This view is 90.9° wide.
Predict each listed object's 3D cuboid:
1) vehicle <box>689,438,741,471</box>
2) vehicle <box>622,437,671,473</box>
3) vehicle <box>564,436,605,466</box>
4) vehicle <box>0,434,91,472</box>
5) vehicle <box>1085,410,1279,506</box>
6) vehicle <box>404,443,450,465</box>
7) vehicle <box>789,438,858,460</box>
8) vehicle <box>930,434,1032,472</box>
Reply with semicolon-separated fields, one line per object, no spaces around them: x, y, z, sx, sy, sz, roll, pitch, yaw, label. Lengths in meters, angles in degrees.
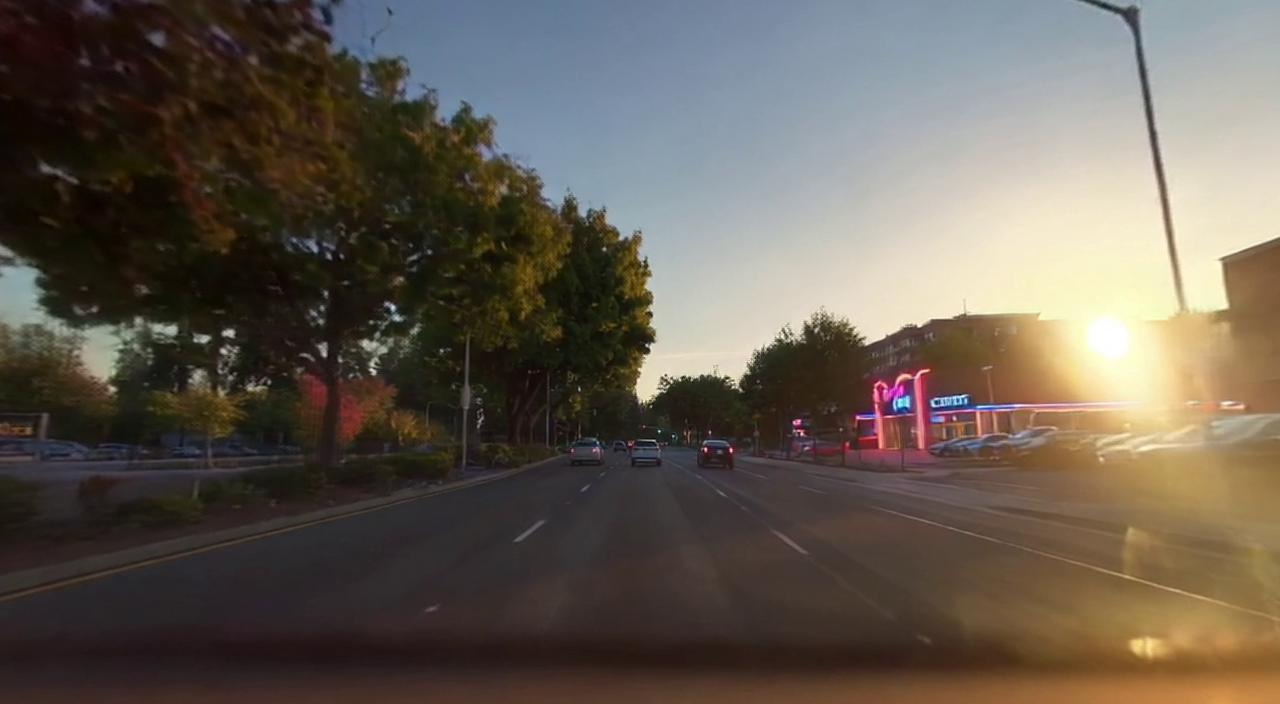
3.608;5.047;31.270;2.012;1.462;4.400;0;-8;0;vehicle
0.270;4.601;28.408;2.059;1.477;4.216;0;-8;0;vehicle
-3.182;5.807;37.082;1.995;1.607;4.086;0;-8;1;vehicle
-35.500;5.706;35.986;2.578;1.973;6.455;1;-8;-1;vehicle
13.094;2.234;13.631;5.144;1.834;2.188;-2;-9;2;vehicle
-15.520;7.440;46.092;1.796;1.466;4.362;0;-8;1;vehicle
13.246;7.032;45.718;4.622;1.469;1.934;-2;-9;10;vehicle
15.096;4.486;28.239;2.099;1.526;4.555;-1;-8;2;vehicle
